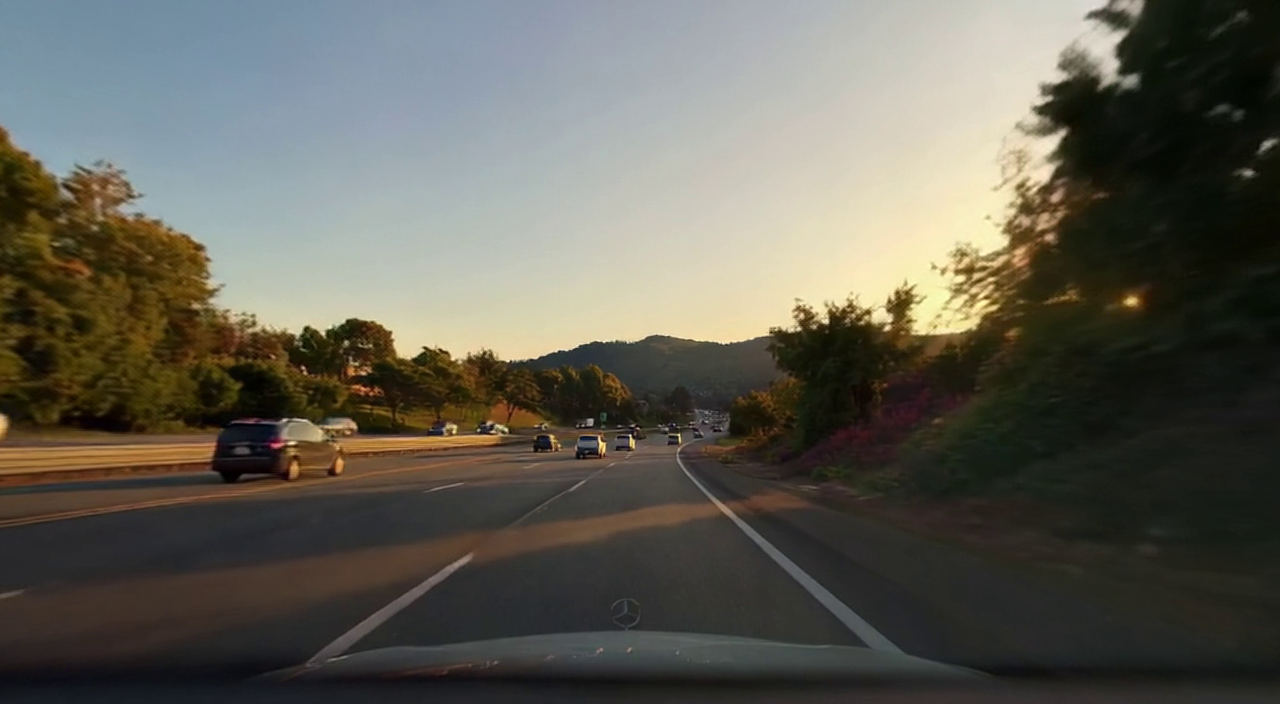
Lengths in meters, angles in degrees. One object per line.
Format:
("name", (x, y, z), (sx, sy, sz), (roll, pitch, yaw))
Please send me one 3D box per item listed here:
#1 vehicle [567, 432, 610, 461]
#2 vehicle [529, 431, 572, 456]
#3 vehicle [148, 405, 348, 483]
("vehicle", (-3.098, 5.781, 38.691), (2.035, 1.673, 4.469), (0, -8, 3))
("vehicle", (-6.287, 6.509, 44.629), (2.108, 1.686, 4.556), (0, -8, 4))
("vehicle", (-11.338, 2.756, 18.927), (2.264, 1.980, 5.574), (0, -8, 2))
